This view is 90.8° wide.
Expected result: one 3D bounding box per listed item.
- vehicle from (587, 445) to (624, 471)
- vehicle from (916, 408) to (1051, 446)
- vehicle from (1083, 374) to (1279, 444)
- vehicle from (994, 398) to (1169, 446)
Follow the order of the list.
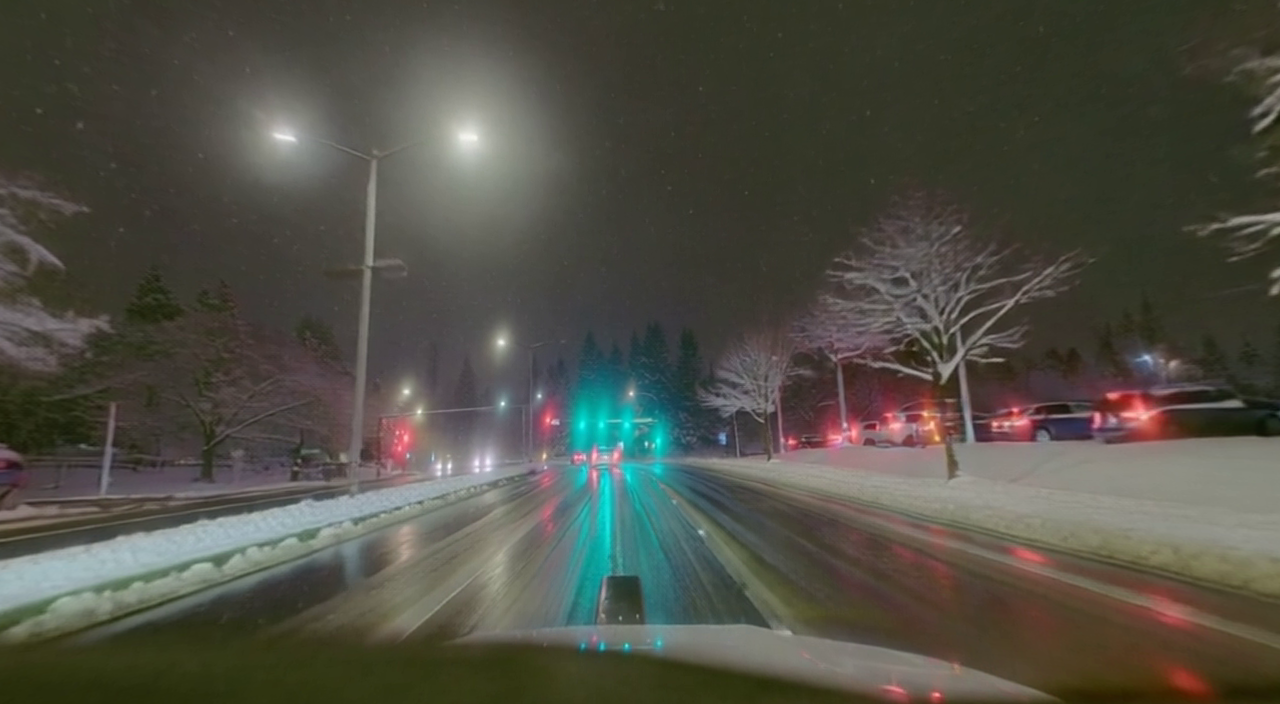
[{"bbox_3d":[-2.380,7.116,42.669,2.197,1.642,4.312,1,-9,-7],"label":"vehicle"},{"bbox_3d":[14.924,3.312,27.664,4.742,1.602,1.999,0,-9,-3],"label":"vehicle"},{"bbox_3d":[15.273,1.611,17.157,4.851,1.737,2.189,1,-9,-4],"label":"vehicle"},{"bbox_3d":[15.409,2.509,22.302,4.527,1.620,2.120,0,-8,3],"label":"vehicle"}]
